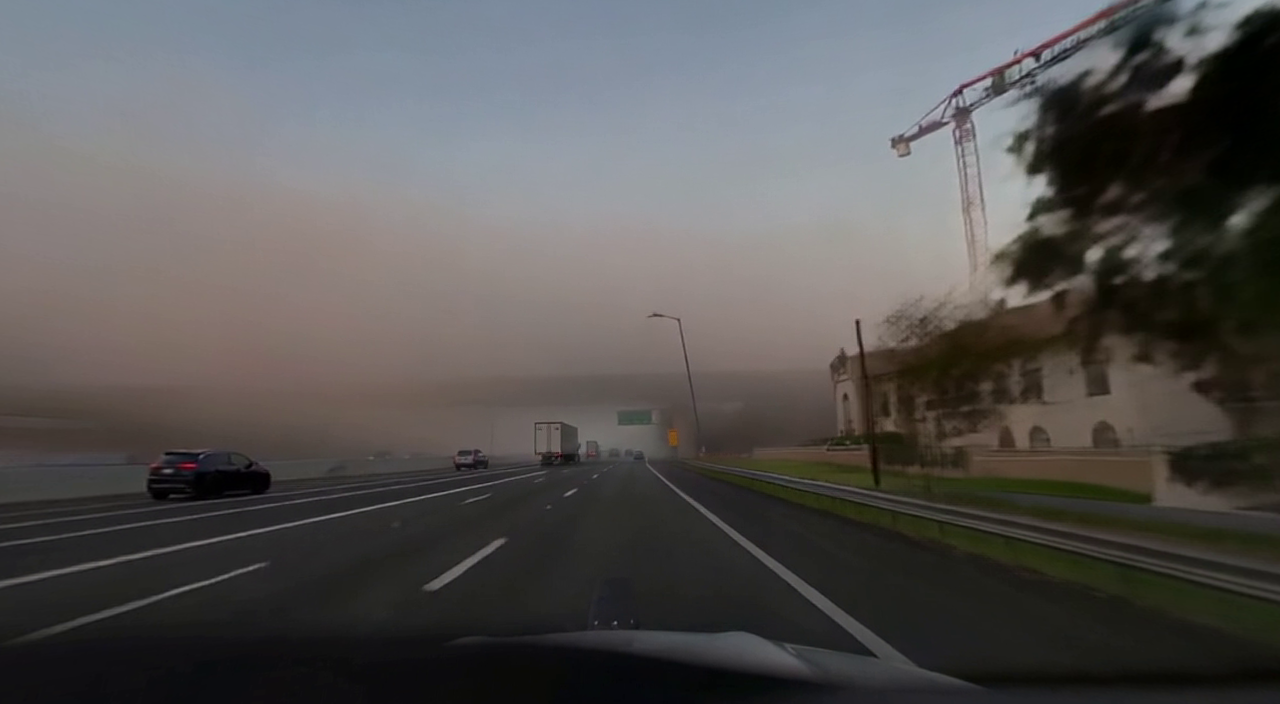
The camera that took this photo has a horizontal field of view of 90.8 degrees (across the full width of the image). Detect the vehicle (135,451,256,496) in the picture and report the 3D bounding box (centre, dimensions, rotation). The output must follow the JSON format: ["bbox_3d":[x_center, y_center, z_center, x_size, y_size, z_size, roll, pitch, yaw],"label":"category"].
[{"bbox_3d":[-19.228,5.239,27.640,1.932,1.752,4.541,0,-8,0],"label":"vehicle"}]
